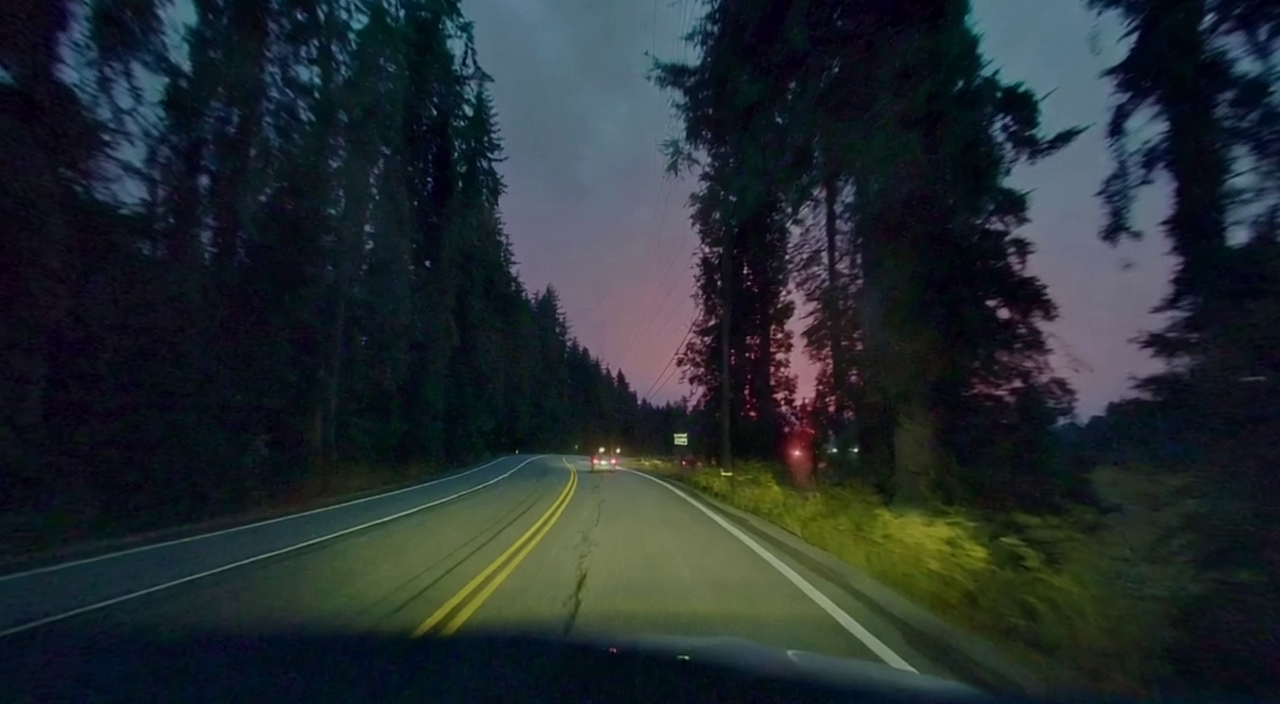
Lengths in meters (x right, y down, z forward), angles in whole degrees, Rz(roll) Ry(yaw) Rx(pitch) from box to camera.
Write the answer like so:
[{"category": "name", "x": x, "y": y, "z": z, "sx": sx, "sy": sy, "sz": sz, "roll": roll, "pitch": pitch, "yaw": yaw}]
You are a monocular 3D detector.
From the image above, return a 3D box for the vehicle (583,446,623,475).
[{"category": "vehicle", "x": -2.225, "y": 6.319, "z": 37.141, "sx": 2.059, "sy": 1.524, "sz": 3.963, "roll": 3, "pitch": -9, "yaw": -6}]
